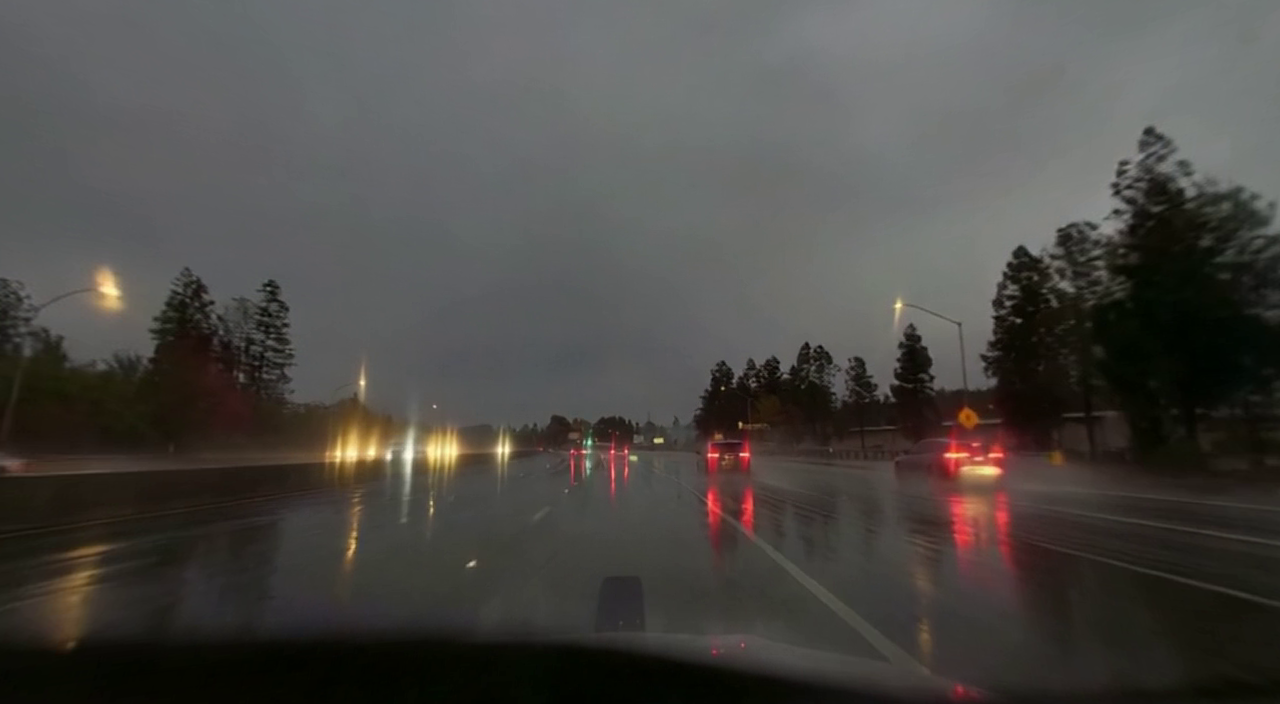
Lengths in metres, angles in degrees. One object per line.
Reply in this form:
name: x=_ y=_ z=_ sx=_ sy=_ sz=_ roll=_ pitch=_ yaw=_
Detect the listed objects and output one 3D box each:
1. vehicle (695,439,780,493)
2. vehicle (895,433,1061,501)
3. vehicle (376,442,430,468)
vehicle: x=2.994 y=3.590 z=20.120 sx=1.975 sy=1.562 sz=3.823 roll=0 pitch=-9 yaw=-2
vehicle: x=9.182 y=3.160 z=17.694 sx=1.909 sy=1.634 sz=4.739 roll=0 pitch=-9 yaw=-2
vehicle: x=-18.087 y=7.882 z=48.333 sx=2.148 sy=1.902 sz=5.385 roll=0 pitch=-9 yaw=-2
